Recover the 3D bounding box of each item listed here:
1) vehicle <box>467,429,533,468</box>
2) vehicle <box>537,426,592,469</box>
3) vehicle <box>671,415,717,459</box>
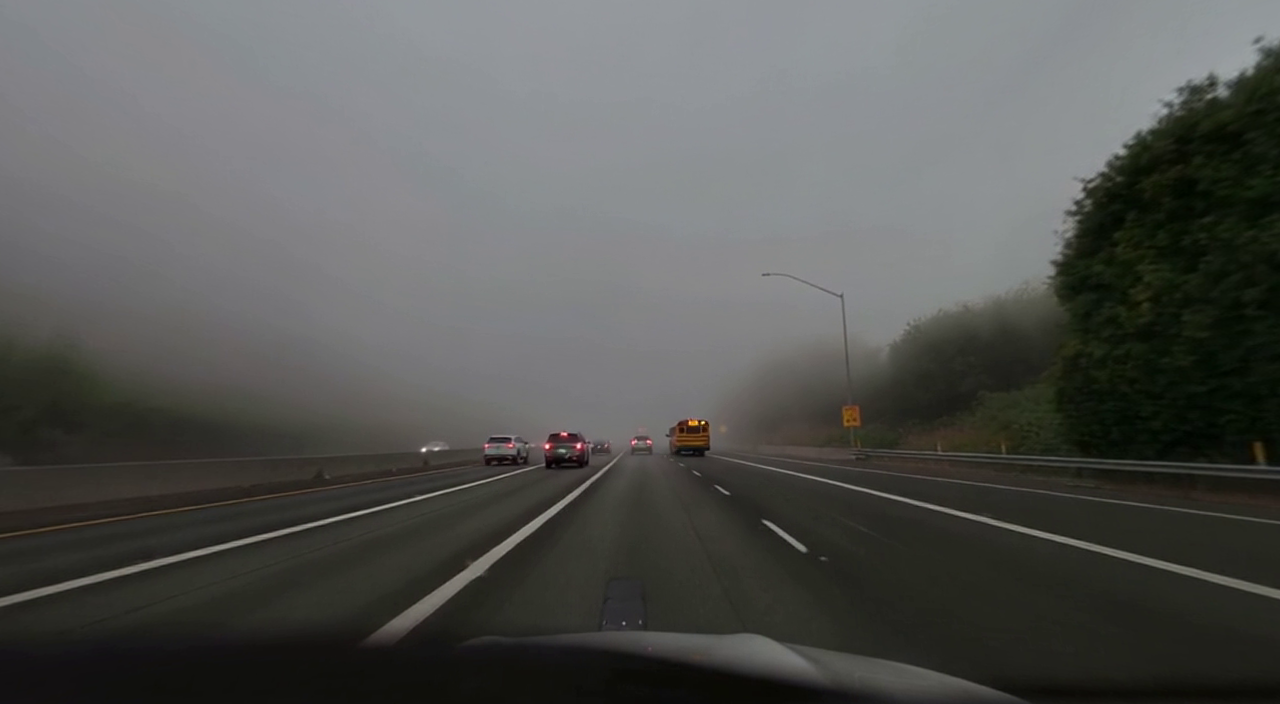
[{"bbox_3d":[-7.219,5.048,33.163,2.217,1.870,5.075,0,-8,1],"label":"vehicle"},{"bbox_3d":[-3.508,4.564,30.199,2.016,1.898,4.458,0,-8,1],"label":"vehicle"},{"bbox_3d":[3.655,6.056,44.439,2.573,2.828,6.754,0,-8,-1],"label":"vehicle"}]
